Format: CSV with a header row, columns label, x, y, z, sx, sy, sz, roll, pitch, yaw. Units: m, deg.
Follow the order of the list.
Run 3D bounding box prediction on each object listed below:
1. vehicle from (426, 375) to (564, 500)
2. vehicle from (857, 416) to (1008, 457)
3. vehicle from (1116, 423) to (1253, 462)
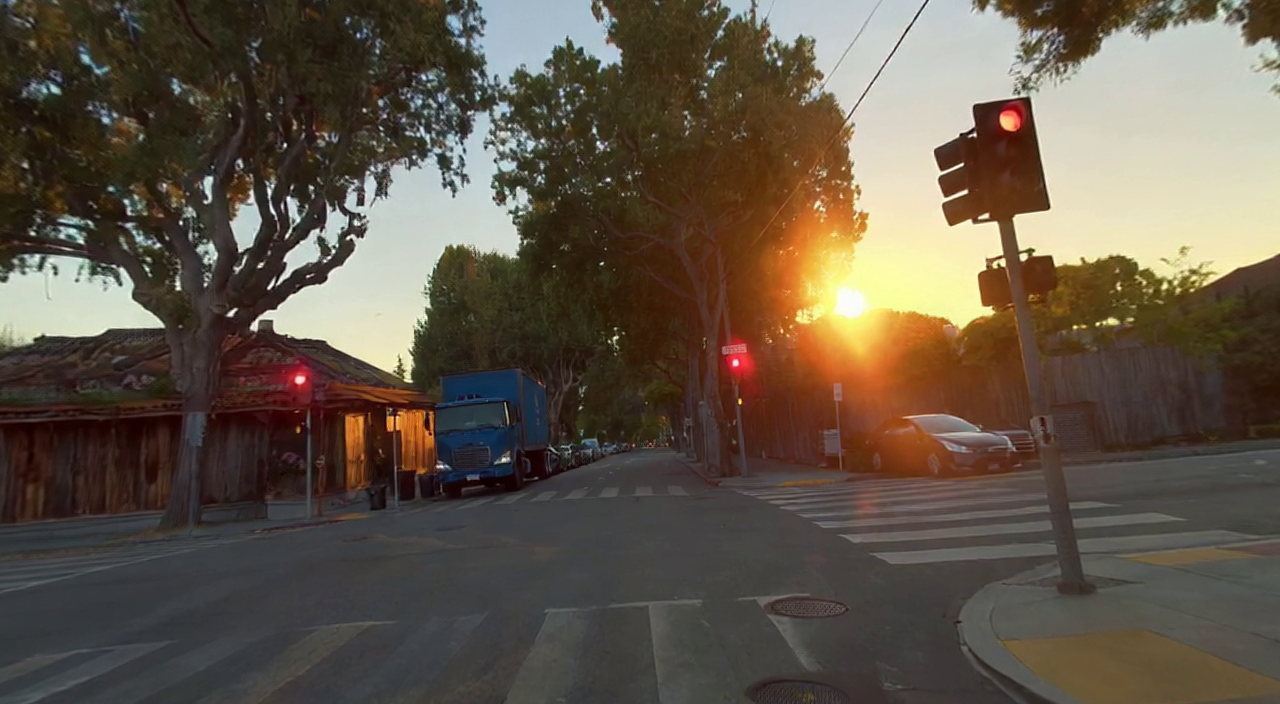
label,x,y,z,sx,sy,sz,roll,pitch,yaw
vehicle,-5.723,3.695,27.145,3.113,4.041,10.284,-6,-8,0
vehicle,10.726,3.142,23.415,4.643,1.456,1.820,-1,-8,5
vehicle,24.948,4.160,29.021,4.268,1.695,2.053,0,-8,3
